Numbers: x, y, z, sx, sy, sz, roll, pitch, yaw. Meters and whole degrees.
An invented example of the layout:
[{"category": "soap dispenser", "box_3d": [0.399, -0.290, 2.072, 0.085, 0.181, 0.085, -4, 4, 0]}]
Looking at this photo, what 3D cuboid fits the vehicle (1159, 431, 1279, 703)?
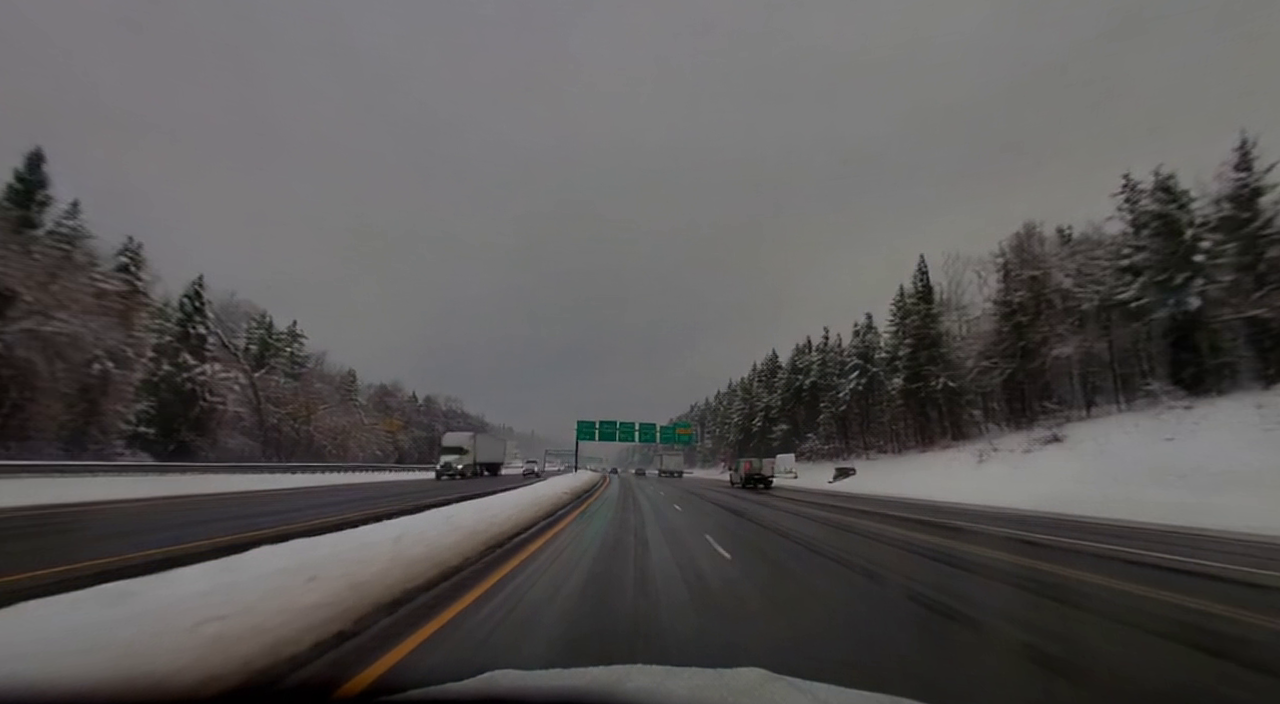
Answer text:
[{"category": "vehicle", "box_3d": [4.025, 0.837, 1.265, 1.965, 1.502, 4.599, 1, -10, -1]}]
